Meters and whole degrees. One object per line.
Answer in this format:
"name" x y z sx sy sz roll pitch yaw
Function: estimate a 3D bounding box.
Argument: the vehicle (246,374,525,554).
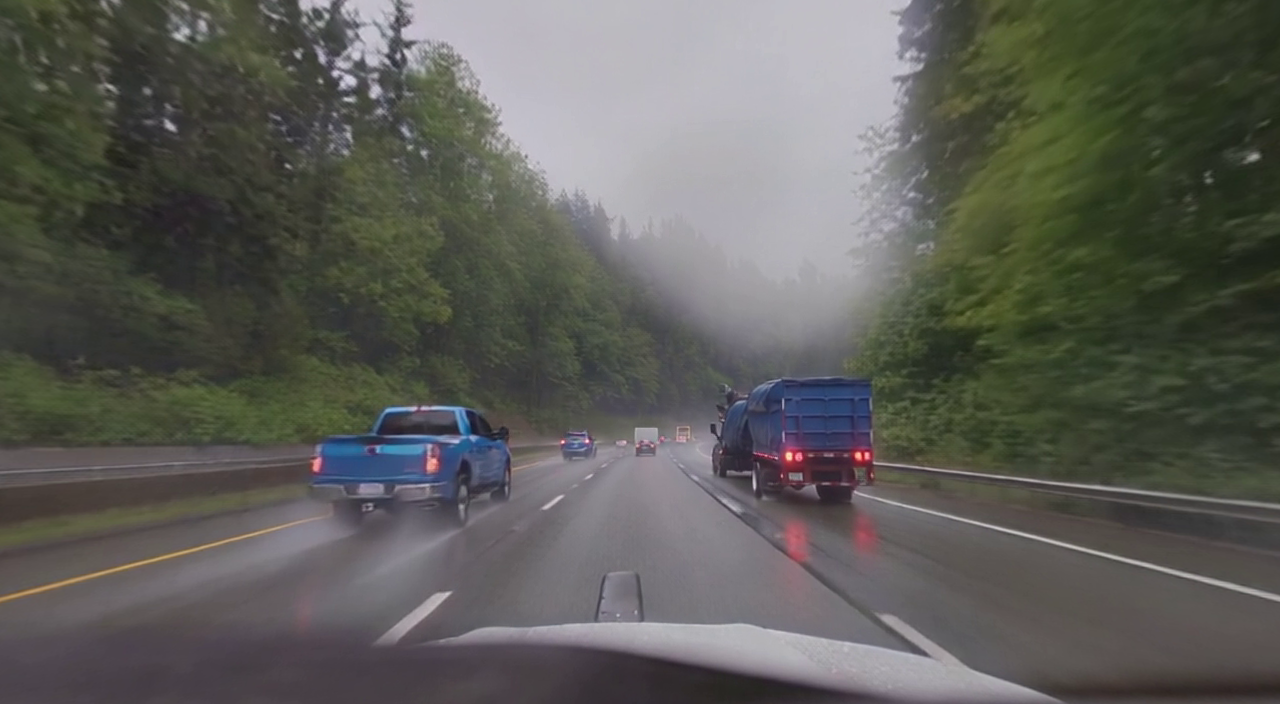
"vehicle" -3.256 1.561 9.415 2.204 1.991 4.720 0 -8 0

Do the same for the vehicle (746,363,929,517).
"vehicle" 3.657 1.738 12.646 2.256 2.568 4.049 0 -8 -1

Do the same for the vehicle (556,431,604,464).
"vehicle" -3.029 4.914 32.586 2.008 1.588 4.147 0 -8 1
